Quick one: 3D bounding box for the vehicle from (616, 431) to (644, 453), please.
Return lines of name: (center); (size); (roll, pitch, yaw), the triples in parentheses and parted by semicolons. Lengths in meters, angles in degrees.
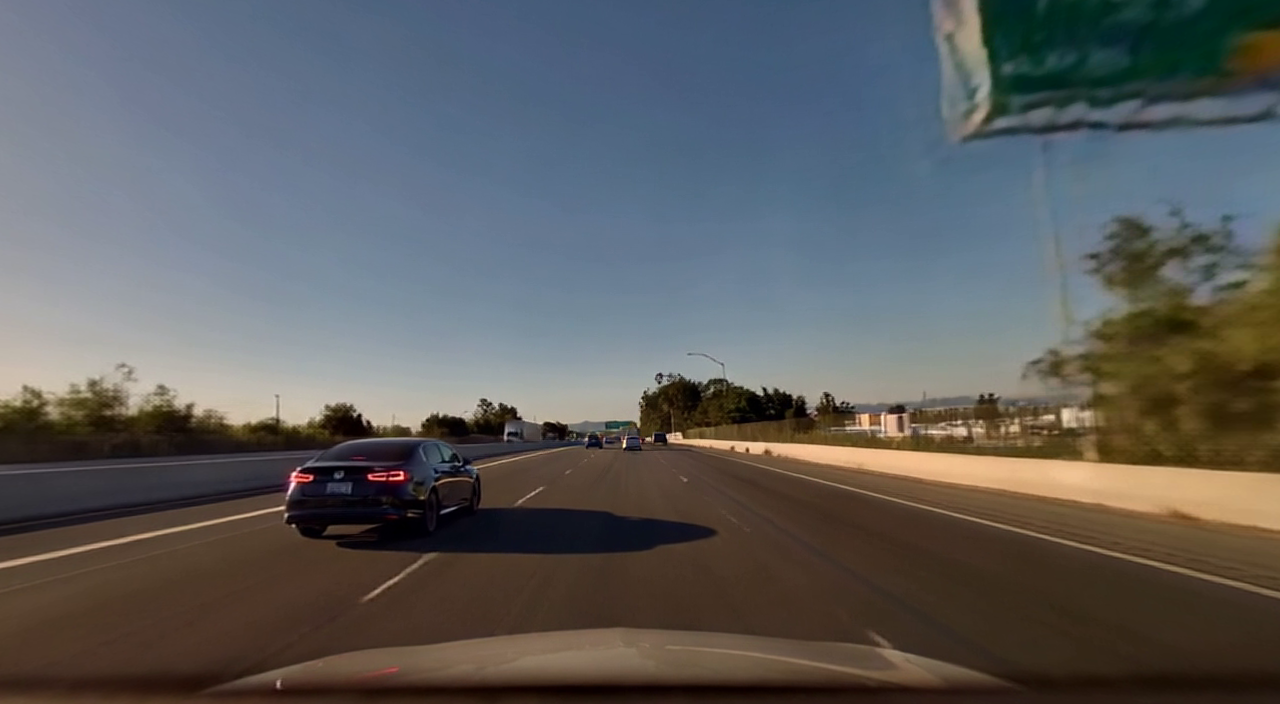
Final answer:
vehicle: (-0.763, 6.724, 47.203); (1.984, 1.586, 3.866); (0, -8, -2)
